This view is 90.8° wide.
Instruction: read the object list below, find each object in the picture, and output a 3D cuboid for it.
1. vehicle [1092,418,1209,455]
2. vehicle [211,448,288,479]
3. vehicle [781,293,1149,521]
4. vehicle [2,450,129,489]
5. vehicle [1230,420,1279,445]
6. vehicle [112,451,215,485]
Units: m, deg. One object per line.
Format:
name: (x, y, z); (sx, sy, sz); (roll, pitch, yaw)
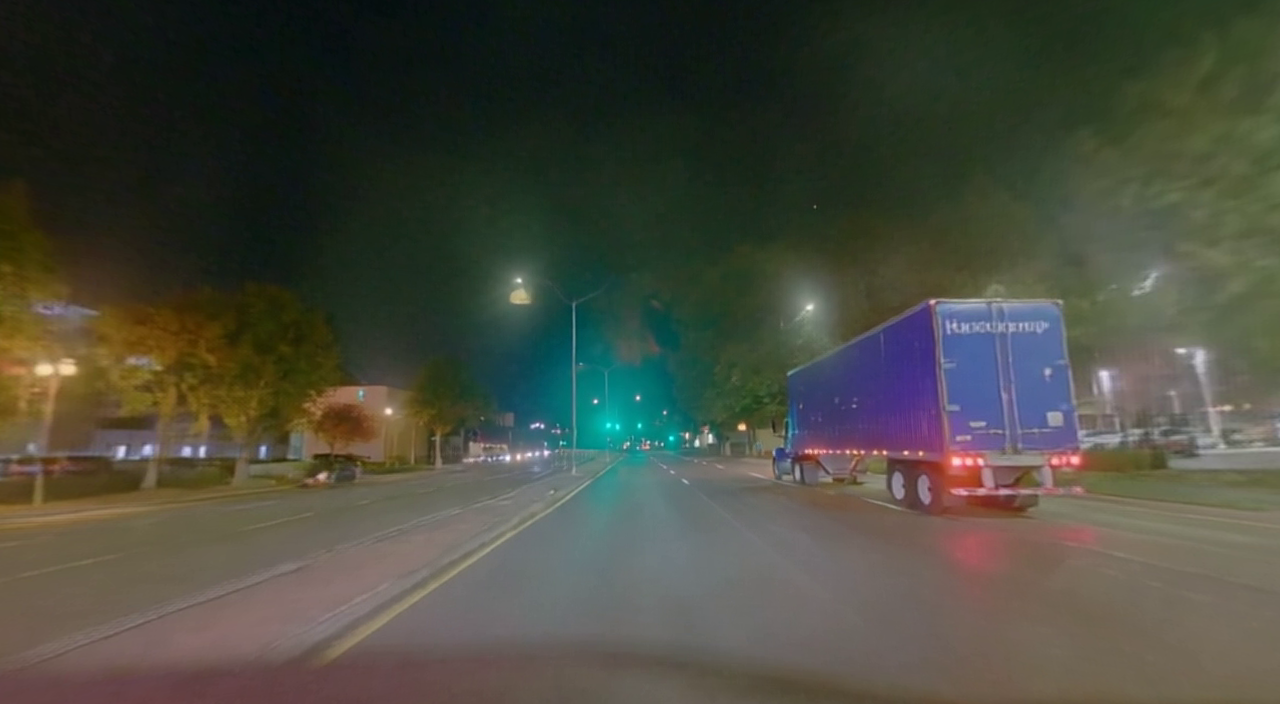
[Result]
vehicle: (32.391, 5.388, 40.226); (5.310, 2.217, 2.276); (0, -8, 2)
vehicle: (-26.153, 7.520, 42.539); (2.090, 1.772, 5.499); (-2, -10, -5)
vehicle: (6.631, 1.708, 16.240); (3.120, 3.794, 11.510); (0, -8, -1)
vehicle: (-30.326, 6.218, 33.622); (1.995, 1.773, 4.984); (-3, -10, 2)
vehicle: (44.474, 5.675, 44.614); (1.698, 1.521, 3.784); (-5, -10, -1)
vehicle: (-27.992, 6.803, 37.405); (2.037, 1.764, 5.556); (0, -8, -4)
